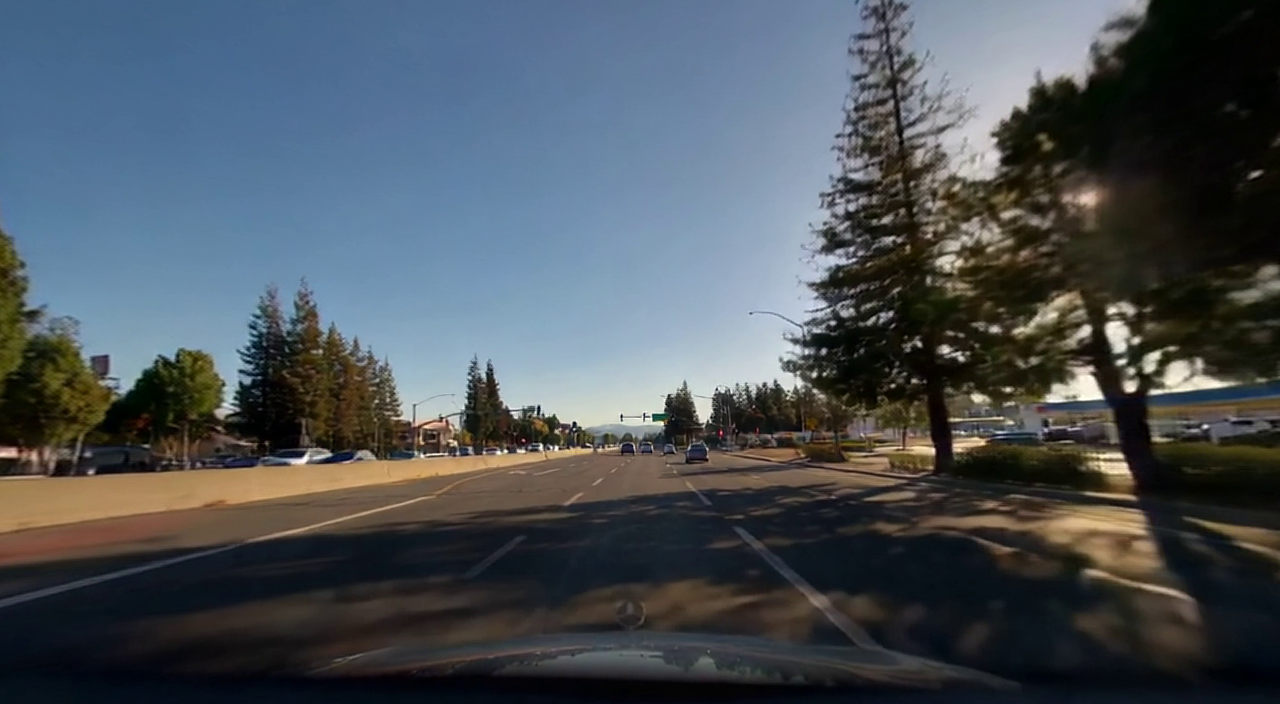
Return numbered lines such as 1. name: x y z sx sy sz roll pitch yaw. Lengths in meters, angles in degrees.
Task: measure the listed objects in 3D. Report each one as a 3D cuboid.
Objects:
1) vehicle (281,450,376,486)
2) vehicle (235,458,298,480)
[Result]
1. vehicle: -14.032 5.229 28.754 1.951 1.470 4.673 0 -9 0
2. vehicle: -26.341 8.239 44.616 1.698 1.428 4.539 0 -9 0
